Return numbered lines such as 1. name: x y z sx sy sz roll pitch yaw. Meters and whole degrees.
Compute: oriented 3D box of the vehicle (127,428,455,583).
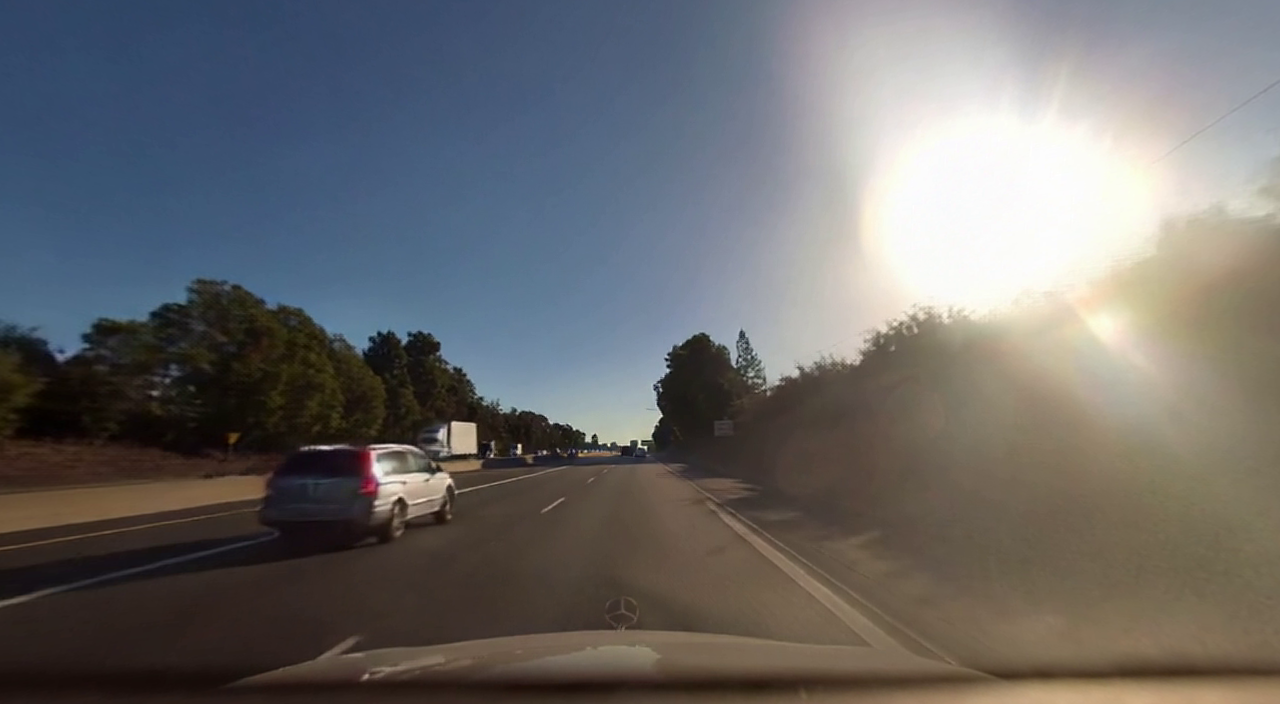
1. vehicle: -4.009 1.803 8.165 1.933 1.497 3.973 0 -9 0
